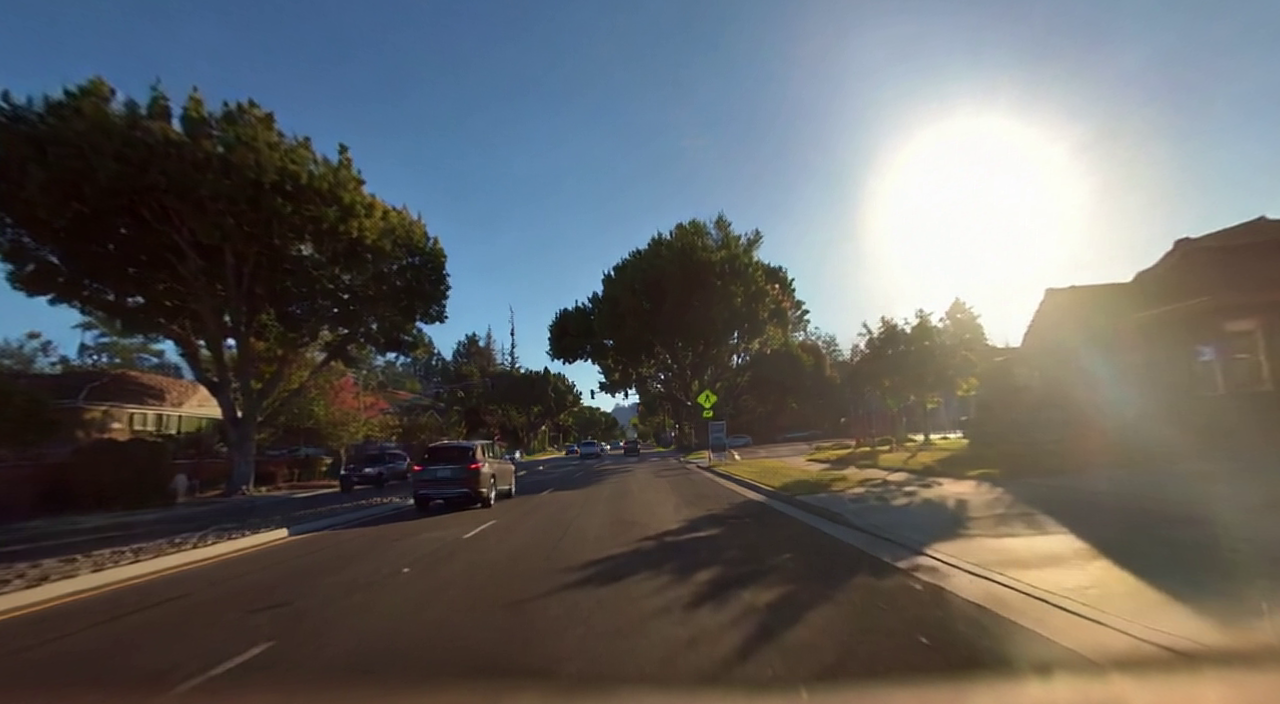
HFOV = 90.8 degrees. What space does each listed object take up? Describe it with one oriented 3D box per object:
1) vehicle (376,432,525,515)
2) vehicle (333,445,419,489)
[{"bbox_3d":[-4.375,2.873,15.502,2.169,1.706,4.638,0,-8,0],"label":"vehicle"},{"bbox_3d":[-14.586,6.357,35.393,2.263,2.211,6.122,0,-8,-1],"label":"vehicle"}]
